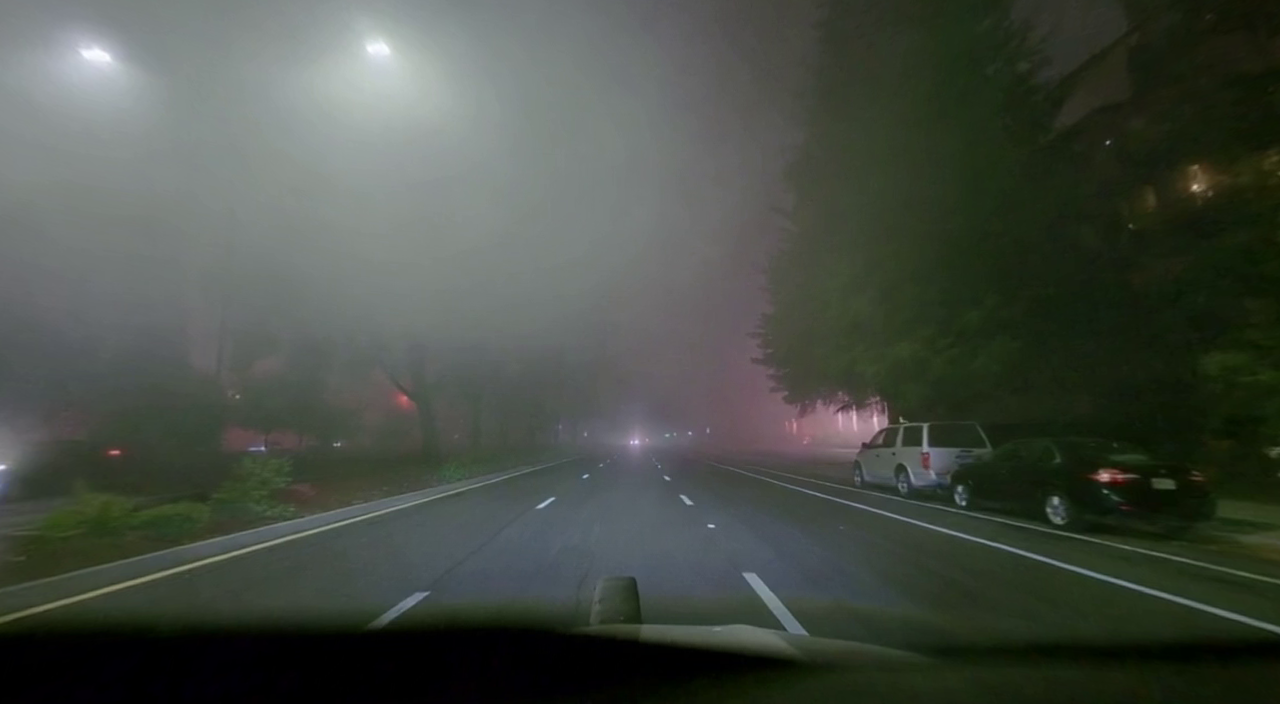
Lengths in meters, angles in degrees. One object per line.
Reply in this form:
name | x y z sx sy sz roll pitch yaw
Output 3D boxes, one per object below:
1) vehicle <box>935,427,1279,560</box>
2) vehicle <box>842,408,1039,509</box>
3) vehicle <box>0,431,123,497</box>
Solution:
vehicle | 7.087 2.096 10.229 2.135 1.556 5.023 2 -8 -1
vehicle | 7.136 2.614 15.912 2.278 2.069 5.393 0 -8 0
vehicle | -15.866 2.778 15.765 1.936 1.519 4.739 0 -8 -1
